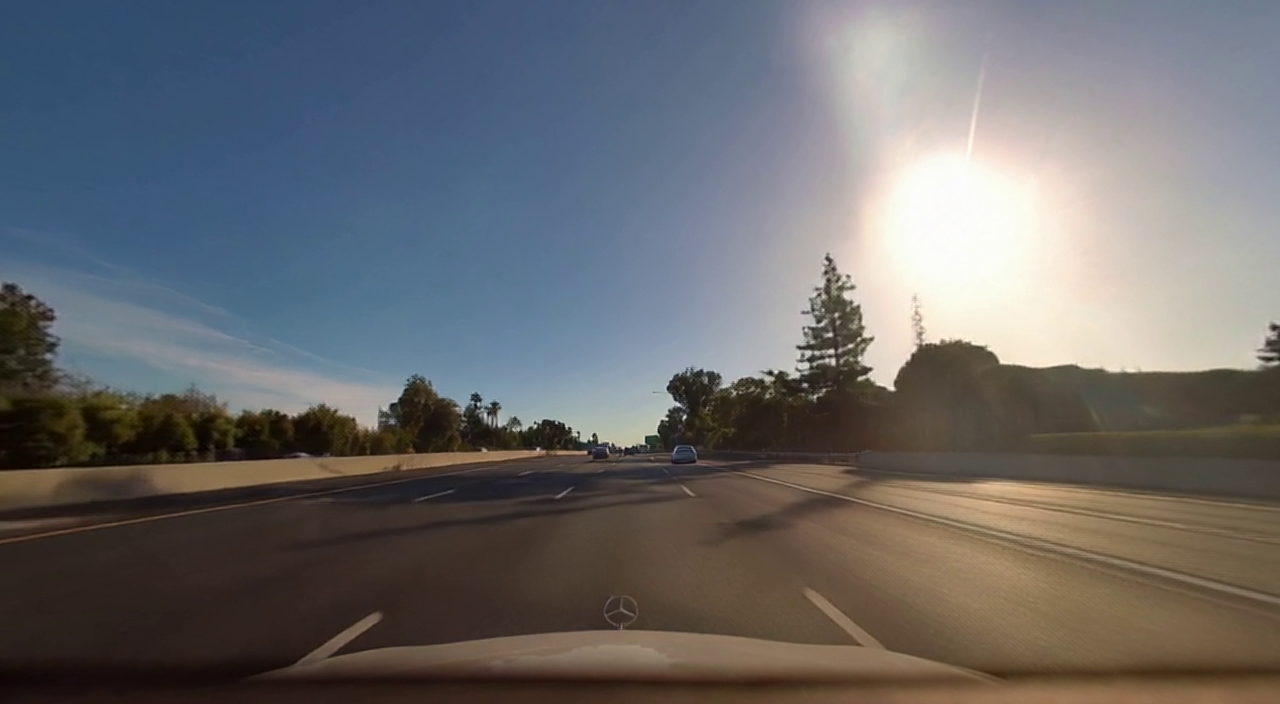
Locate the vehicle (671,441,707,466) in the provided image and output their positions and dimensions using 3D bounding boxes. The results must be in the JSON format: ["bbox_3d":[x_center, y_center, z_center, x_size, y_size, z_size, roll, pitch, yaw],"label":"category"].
[{"bbox_3d":[3.391,7.210,44.874,2.130,1.677,4.317,0,-9,-1],"label":"vehicle"}]
